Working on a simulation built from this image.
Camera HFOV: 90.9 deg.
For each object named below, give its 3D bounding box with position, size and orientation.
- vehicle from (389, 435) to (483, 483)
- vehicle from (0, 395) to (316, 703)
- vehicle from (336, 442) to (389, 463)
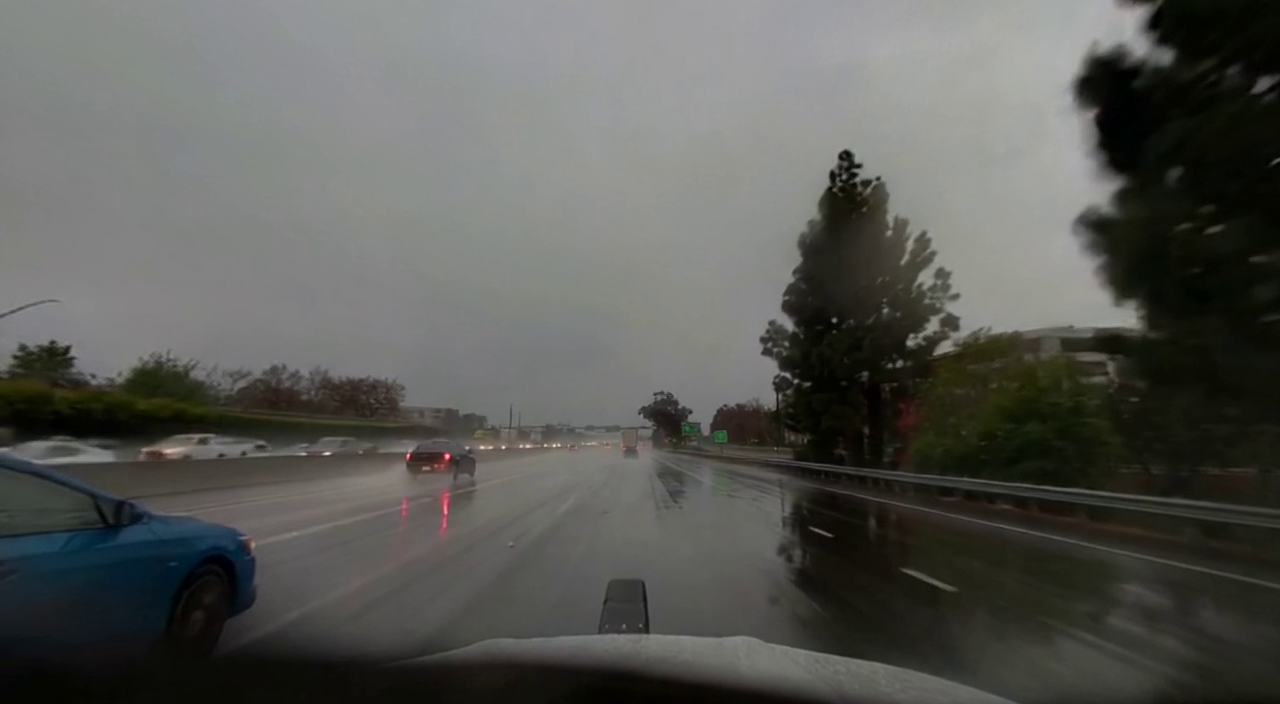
[{"bbox_3d":[-7.777,4.122,24.529,2.118,1.675,4.395,0,-8,1],"label":"vehicle"},{"bbox_3d":[-3.689,0.957,2.478,2.144,1.565,4.951,0,-8,1],"label":"vehicle"},{"bbox_3d":[-20.562,7.434,46.962,1.862,1.440,4.520,0,-8,0],"label":"vehicle"}]
